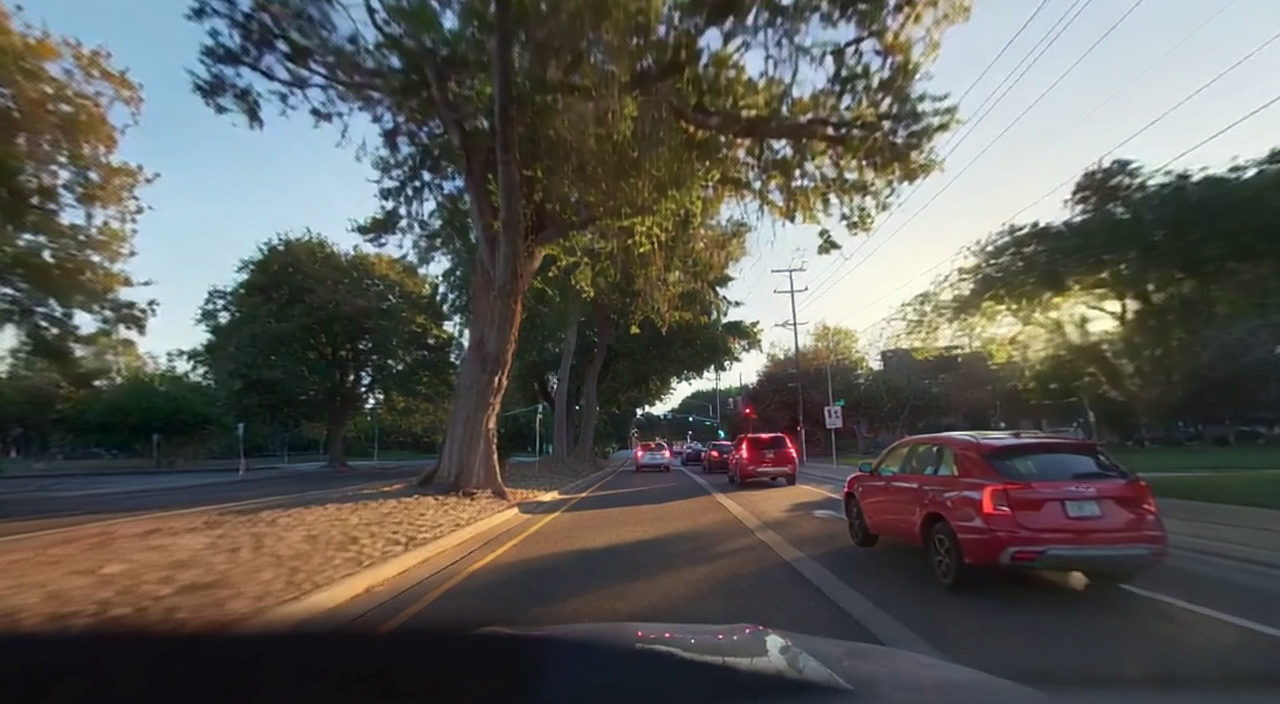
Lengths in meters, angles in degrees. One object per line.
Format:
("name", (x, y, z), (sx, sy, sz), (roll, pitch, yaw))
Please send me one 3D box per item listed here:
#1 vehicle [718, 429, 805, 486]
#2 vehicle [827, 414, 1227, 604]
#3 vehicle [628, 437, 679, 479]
("vehicle", (4.340, 3.915, 23.500), (2.254, 1.840, 4.918), (-1, -9, 0))
("vehicle", (3.805, 1.622, 7.367), (1.881, 1.512, 4.294), (-1, -9, -1))
("vehicle", (0.607, 4.854, 28.985), (2.163, 1.746, 4.073), (-1, -9, 1))
